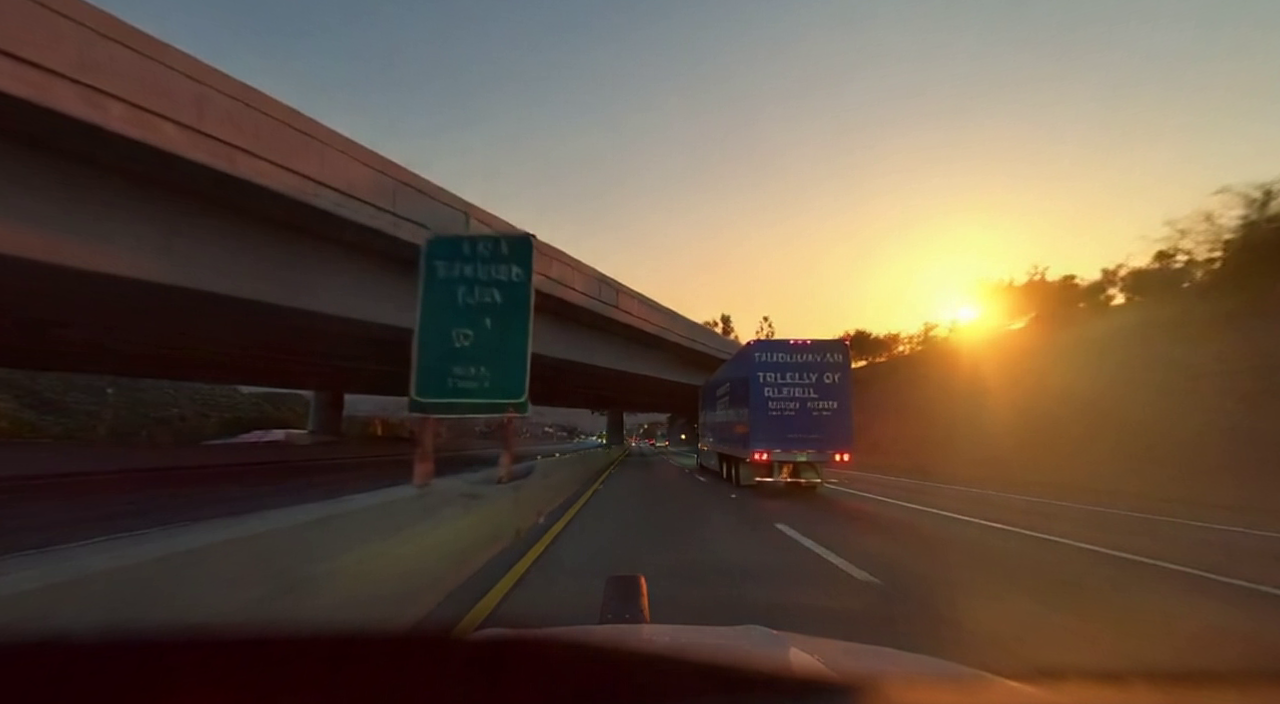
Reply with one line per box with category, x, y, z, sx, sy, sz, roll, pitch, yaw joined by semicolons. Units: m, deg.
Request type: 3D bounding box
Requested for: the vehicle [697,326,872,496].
vehicle;4.107;2.401;22.259;3.006;4.093;14.142;0;-8;1
